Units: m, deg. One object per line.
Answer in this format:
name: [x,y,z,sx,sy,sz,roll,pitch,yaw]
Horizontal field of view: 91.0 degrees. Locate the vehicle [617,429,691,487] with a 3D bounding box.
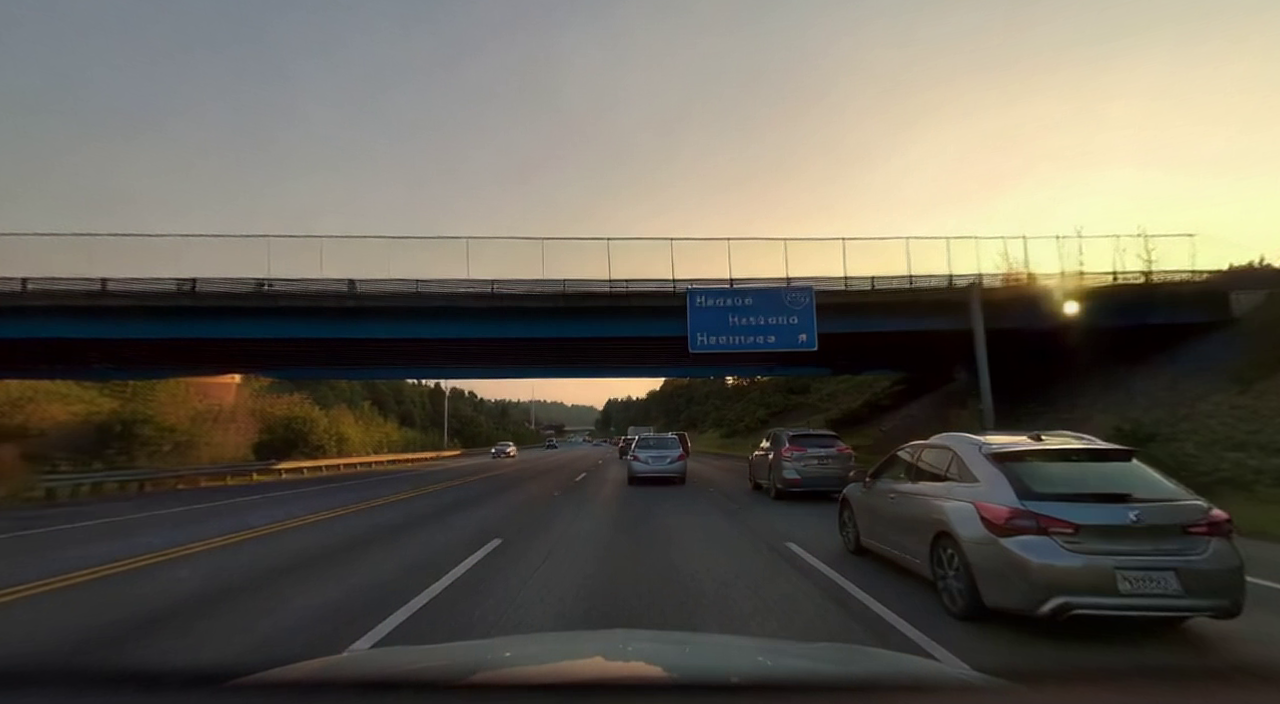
vehicle: [0.328,3.352,20.297,2.092,1.636,4.024,0,-8,-3]
